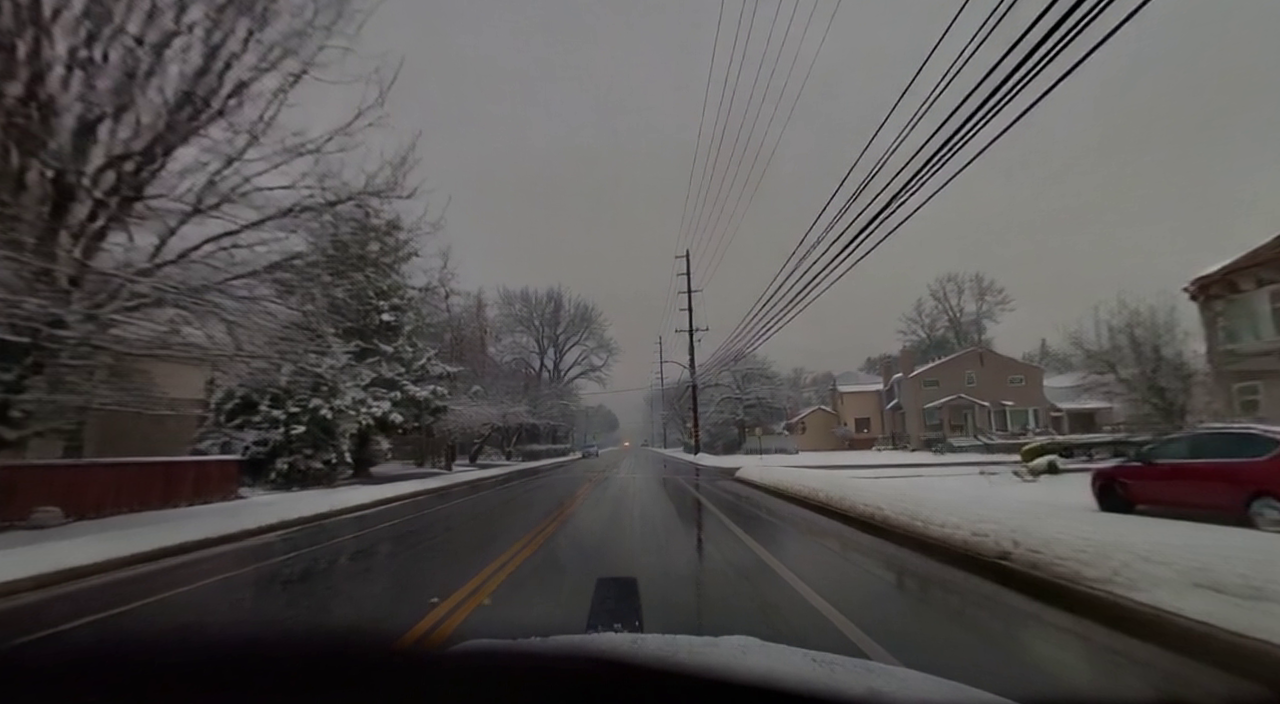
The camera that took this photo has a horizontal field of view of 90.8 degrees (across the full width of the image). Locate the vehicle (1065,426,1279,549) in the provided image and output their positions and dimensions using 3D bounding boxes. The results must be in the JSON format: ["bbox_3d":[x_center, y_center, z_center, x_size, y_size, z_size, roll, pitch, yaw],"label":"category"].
[{"bbox_3d":[8.716,1.882,9.218,1.811,1.491,4.407,0,-8,-2],"label":"vehicle"}]
